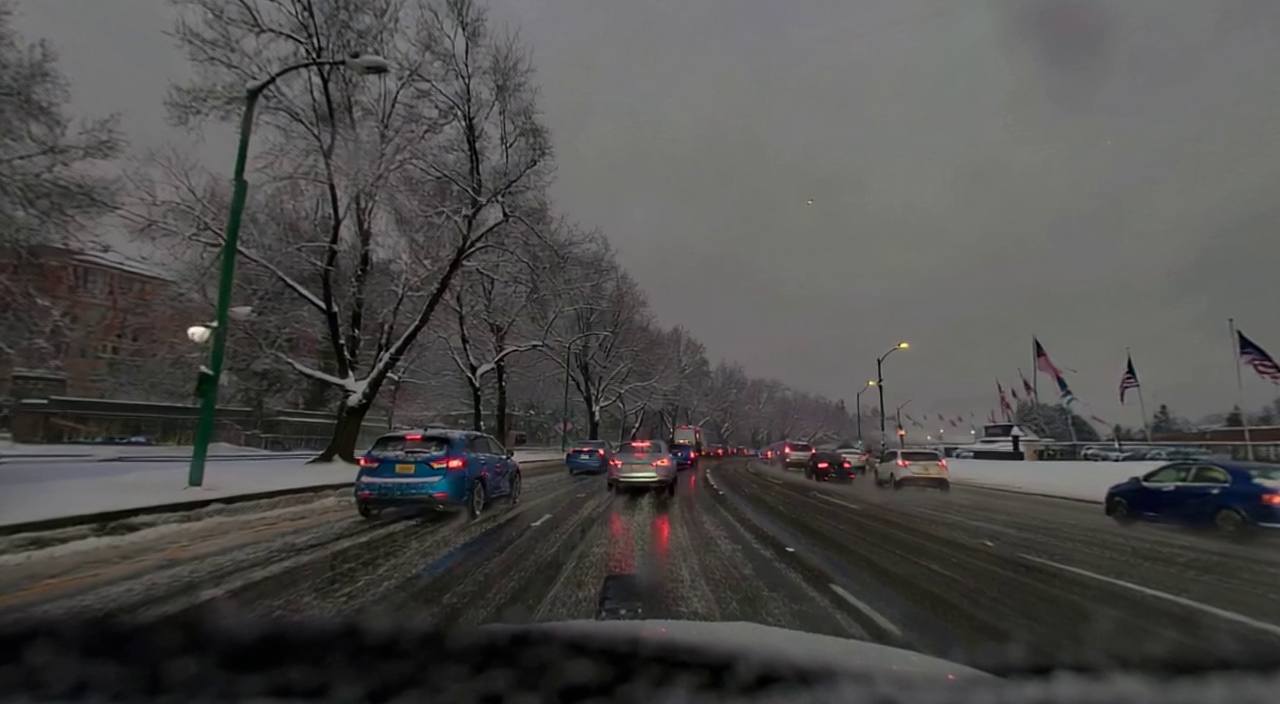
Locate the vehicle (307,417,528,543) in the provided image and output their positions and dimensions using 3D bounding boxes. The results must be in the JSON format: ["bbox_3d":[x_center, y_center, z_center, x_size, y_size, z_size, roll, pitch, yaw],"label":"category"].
[{"bbox_3d":[-3.359,2.031,10.590,1.988,1.635,4.260,0,-9,2],"label":"vehicle"}]

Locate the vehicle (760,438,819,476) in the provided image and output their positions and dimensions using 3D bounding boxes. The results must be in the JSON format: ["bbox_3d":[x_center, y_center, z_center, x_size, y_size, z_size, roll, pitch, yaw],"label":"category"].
[{"bbox_3d":[7.403,5.229,31.613,2.017,1.746,4.727,0,-9,3],"label":"vehicle"}]

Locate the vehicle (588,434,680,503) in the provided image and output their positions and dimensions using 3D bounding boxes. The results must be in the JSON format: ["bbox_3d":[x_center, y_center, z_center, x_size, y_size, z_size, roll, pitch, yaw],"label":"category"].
[{"bbox_3d":[-0.053,2.963,16.411,2.090,1.506,4.276,0,-9,2],"label":"vehicle"}]

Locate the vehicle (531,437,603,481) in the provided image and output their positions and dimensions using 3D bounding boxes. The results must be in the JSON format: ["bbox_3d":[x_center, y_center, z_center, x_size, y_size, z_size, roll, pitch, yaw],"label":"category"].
[{"bbox_3d":[-2.782,4.202,25.059,1.974,1.549,4.603,0,-9,5],"label":"vehicle"}]

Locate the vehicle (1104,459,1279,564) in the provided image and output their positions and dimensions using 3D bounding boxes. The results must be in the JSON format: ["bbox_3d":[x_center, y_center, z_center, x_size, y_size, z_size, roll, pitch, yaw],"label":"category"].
[{"bbox_3d":[10.386,2.639,10.900,1.749,1.481,3.808,1,-9,0],"label":"vehicle"}]

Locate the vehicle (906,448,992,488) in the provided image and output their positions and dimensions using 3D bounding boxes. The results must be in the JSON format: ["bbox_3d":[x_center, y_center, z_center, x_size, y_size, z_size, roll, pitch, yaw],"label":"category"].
[{"bbox_3d":[14.929,5.600,30.732,2.087,1.745,4.673,0,-9,4],"label":"vehicle"}]

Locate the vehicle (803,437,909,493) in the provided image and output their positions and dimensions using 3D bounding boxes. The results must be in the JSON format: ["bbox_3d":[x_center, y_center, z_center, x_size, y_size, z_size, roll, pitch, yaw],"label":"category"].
[{"bbox_3d":[6.644,3.506,19.930,1.944,1.544,4.301,0,-9,1],"label":"vehicle"}]
